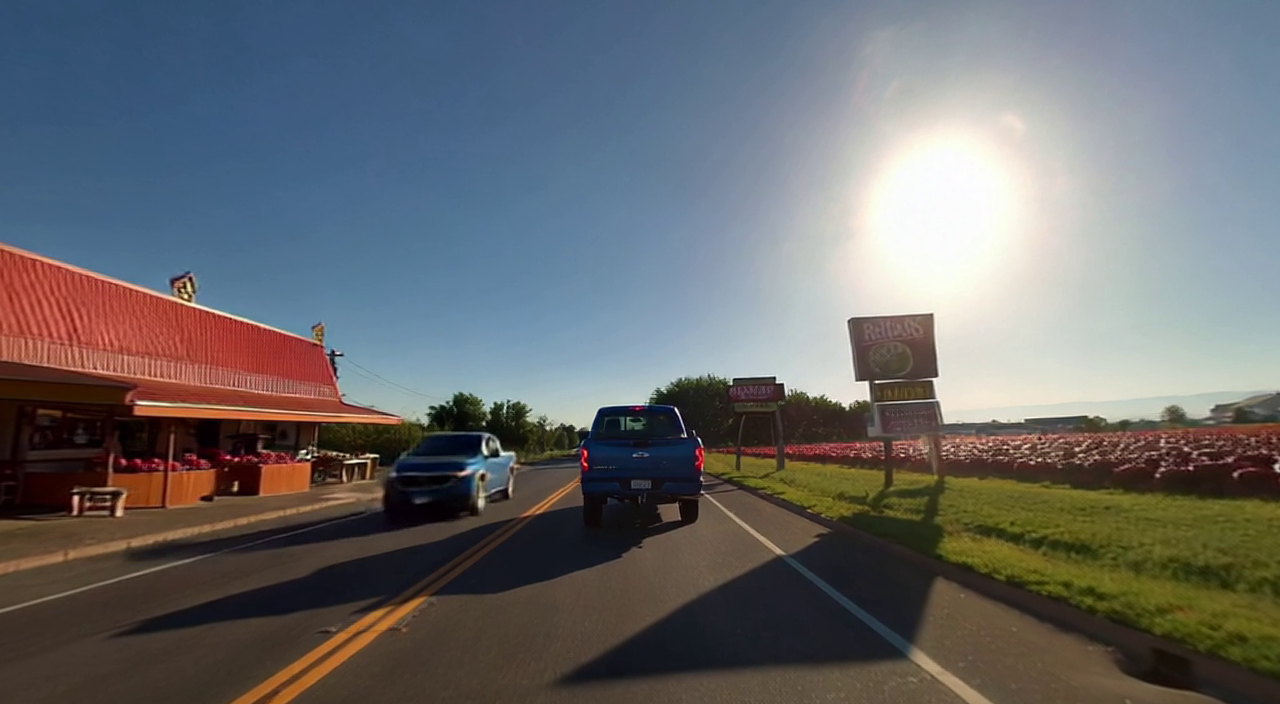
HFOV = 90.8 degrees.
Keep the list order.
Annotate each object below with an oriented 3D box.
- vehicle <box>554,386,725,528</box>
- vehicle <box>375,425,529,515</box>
[{"bbox_3d":[-0.089,2.089,13.008,2.693,2.223,5.885,0,-8,-2],"label":"vehicle"},{"bbox_3d":[-4.091,2.654,14.745,2.190,1.746,4.616,0,-8,0],"label":"vehicle"}]
